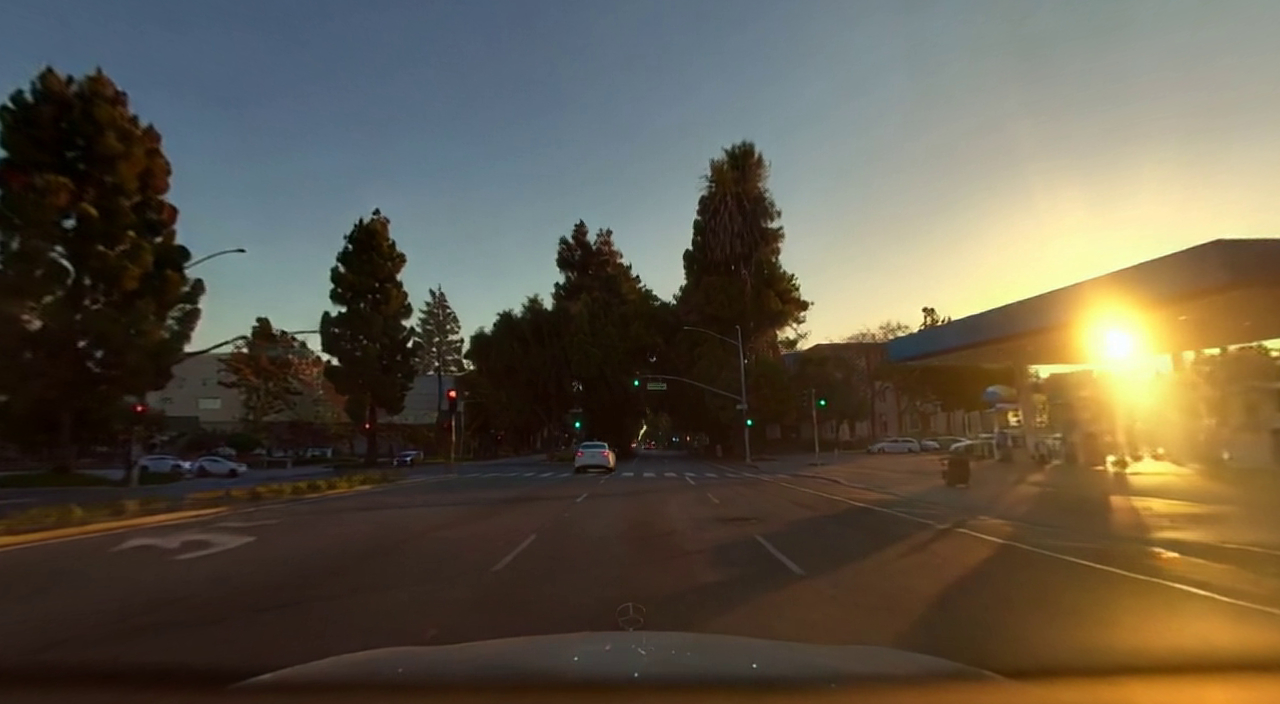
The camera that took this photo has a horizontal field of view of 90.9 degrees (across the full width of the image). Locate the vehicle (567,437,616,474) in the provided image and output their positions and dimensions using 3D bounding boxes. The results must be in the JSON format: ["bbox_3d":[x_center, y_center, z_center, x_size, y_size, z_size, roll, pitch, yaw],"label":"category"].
[{"bbox_3d":[-2.394,5.236,32.087,2.011,1.756,4.478,0,-9,2],"label":"vehicle"}]

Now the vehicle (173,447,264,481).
[{"bbox_3d":[-27.948,7.414,41.921,4.597,1.952,2.040,-3,-7,-1],"label":"vehicle"}]

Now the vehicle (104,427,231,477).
[{"bbox_3d":[-35.875,7.612,48.037,7.179,3.622,2.857,0,-9,1],"label":"vehicle"}]
